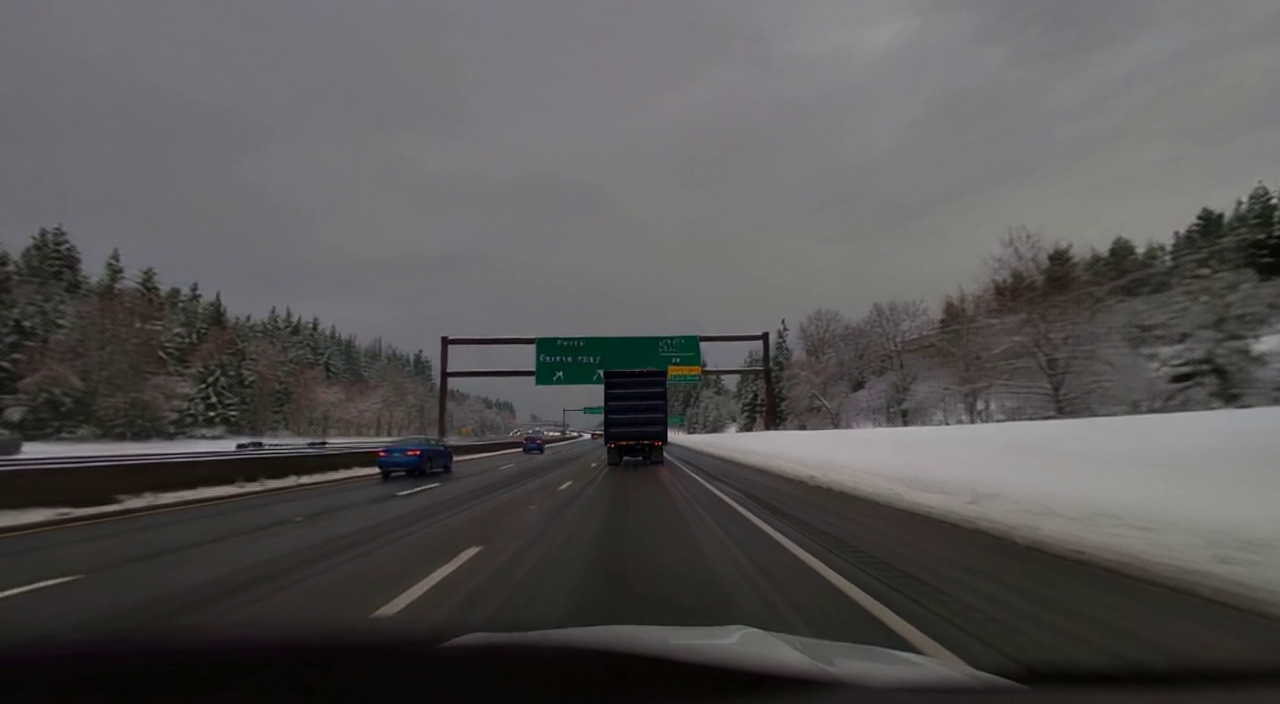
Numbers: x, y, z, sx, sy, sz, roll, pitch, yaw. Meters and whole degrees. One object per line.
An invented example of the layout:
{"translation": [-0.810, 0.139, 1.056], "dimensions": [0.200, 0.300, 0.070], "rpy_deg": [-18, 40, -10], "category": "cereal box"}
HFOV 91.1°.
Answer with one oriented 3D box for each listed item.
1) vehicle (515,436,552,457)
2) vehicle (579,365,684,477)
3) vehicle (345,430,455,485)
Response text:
{"translation": [-7.807, 6.925, 46.289], "dimensions": [1.949, 1.437, 4.296], "rpy_deg": [0, -8, 0], "category": "vehicle"}
{"translation": [-0.344, 3.034, 26.210], "dimensions": [3.033, 3.223, 14.836], "rpy_deg": [2, -8, -1], "category": "vehicle"}
{"translation": [-7.118, 3.145, 19.054], "dimensions": [1.856, 1.479, 3.710], "rpy_deg": [0, -8, 0], "category": "vehicle"}
